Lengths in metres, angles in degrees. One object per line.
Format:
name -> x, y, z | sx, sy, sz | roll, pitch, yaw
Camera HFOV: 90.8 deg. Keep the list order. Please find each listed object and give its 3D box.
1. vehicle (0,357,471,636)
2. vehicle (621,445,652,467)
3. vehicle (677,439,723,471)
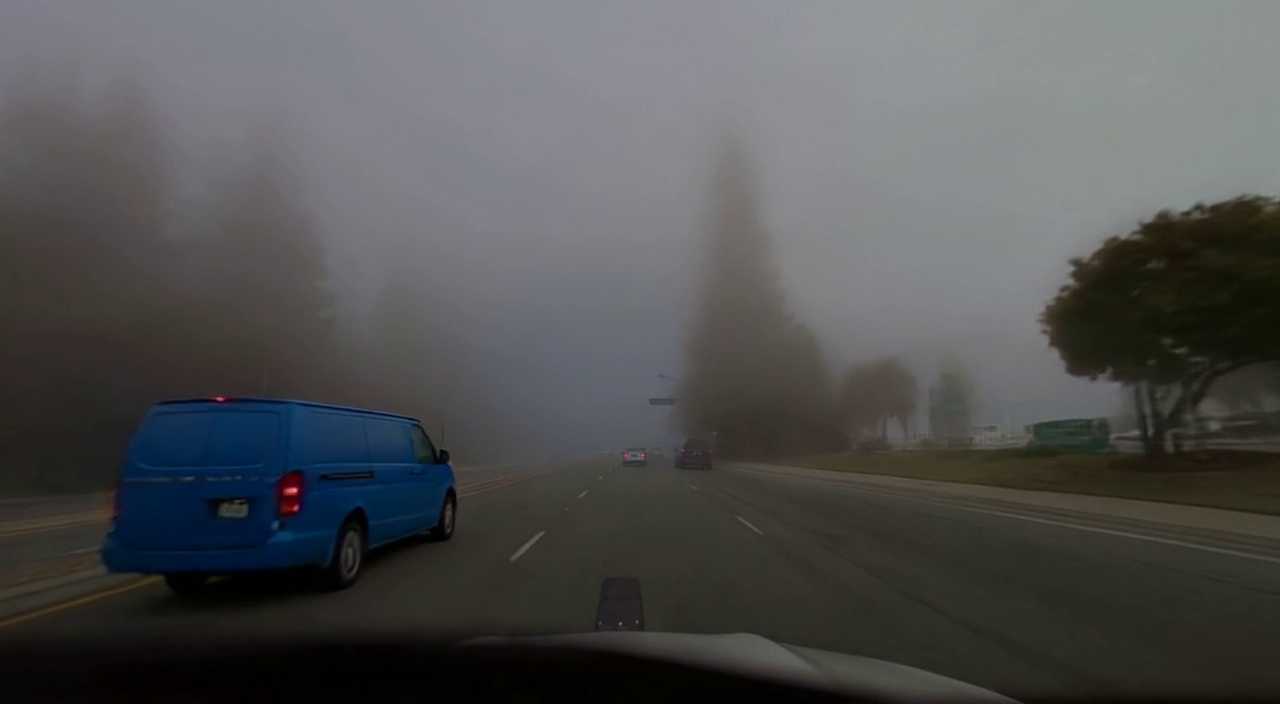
vehicle -> -3.478, 1.310, 6.657 | 2.075, 1.863, 4.744 | 0, -9, 0
vehicle -> -0.289, 7.267, 44.272 | 2.039, 1.455, 3.826 | 0, -9, -1
vehicle -> 3.480, 6.092, 37.554 | 2.181, 1.781, 4.257 | 0, -9, -2
